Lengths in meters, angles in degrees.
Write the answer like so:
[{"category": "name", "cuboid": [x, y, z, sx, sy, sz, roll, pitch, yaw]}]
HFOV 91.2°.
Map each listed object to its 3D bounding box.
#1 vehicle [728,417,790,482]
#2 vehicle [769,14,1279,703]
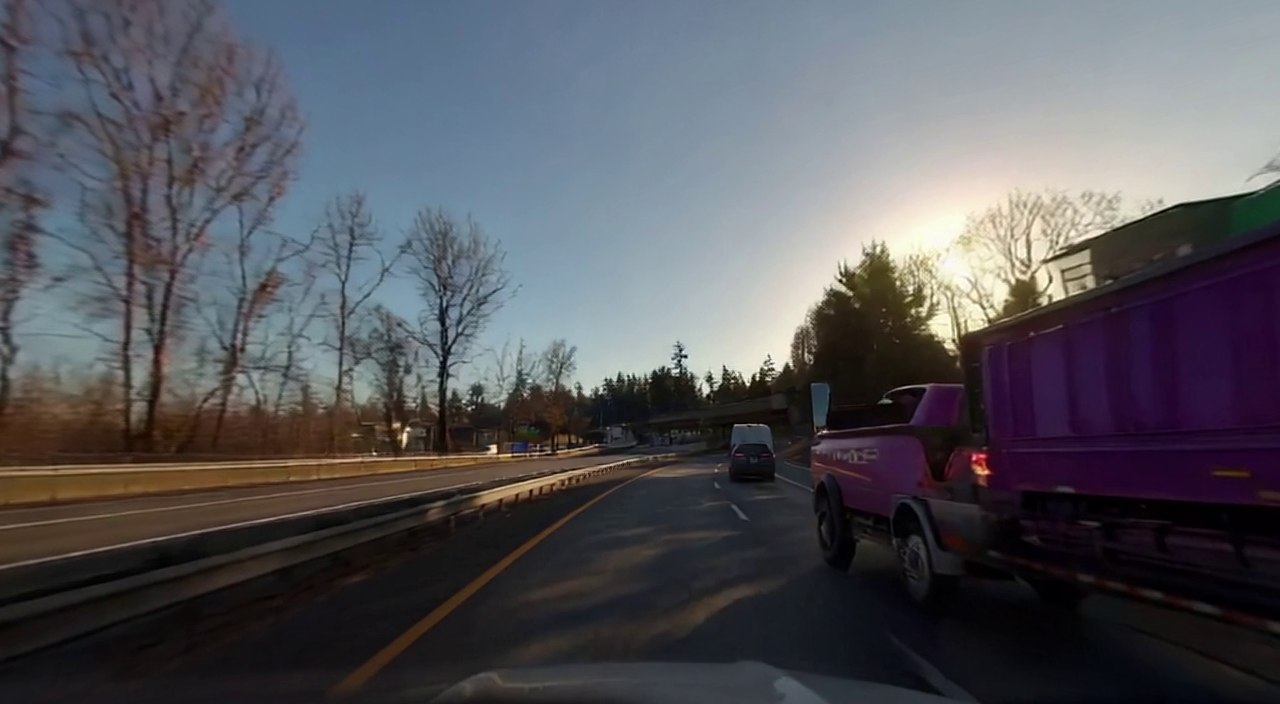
[{"category": "vehicle", "cuboid": [5.207, 4.392, 28.245, 2.200, 2.582, 5.559, -1, -9, 5]}, {"category": "vehicle", "cuboid": [3.659, 0.646, 6.356, 3.117, 3.818, 6.785, 0, -9, -1]}]
